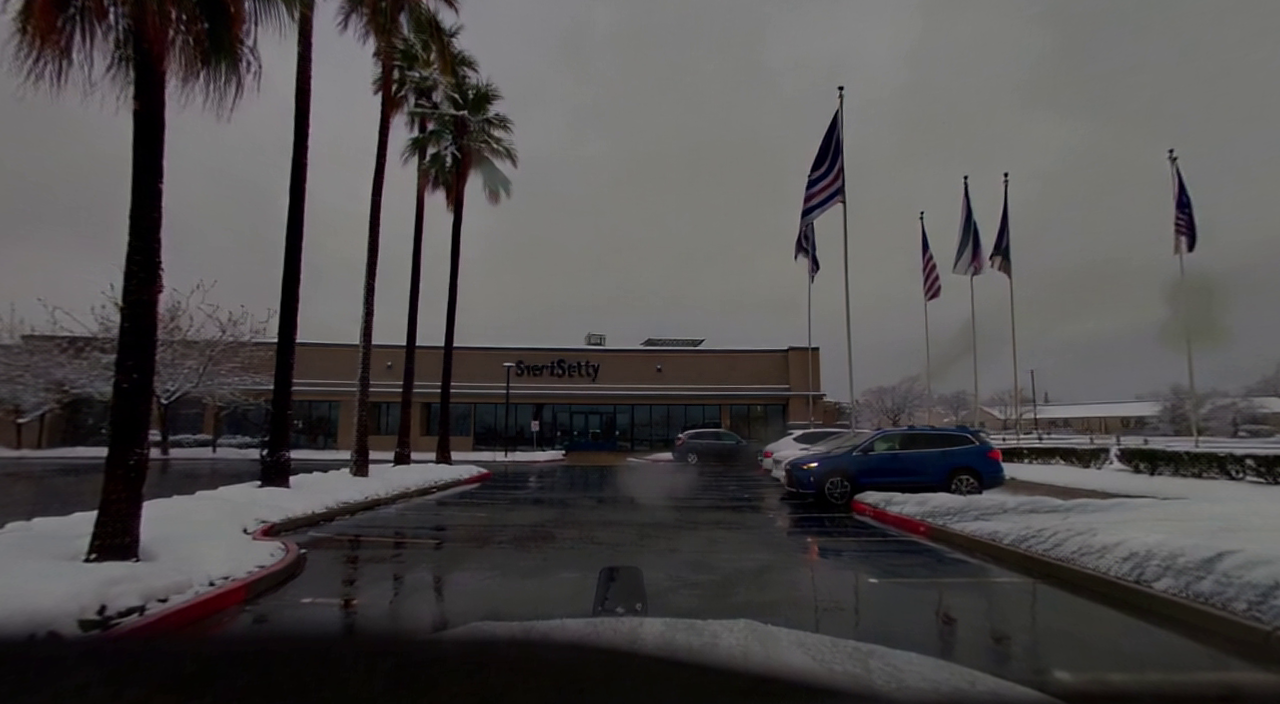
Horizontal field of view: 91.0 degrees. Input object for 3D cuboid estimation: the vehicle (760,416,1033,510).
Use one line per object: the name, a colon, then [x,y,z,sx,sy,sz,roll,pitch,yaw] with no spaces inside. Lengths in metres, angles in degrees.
vehicle: [4.885,2.180,12.565,4.567,1.723,1.926,0,-8,0]

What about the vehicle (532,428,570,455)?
vehicle: [-6.503,6.609,46.295,1.943,1.890,4.472,-1,-9,3]
